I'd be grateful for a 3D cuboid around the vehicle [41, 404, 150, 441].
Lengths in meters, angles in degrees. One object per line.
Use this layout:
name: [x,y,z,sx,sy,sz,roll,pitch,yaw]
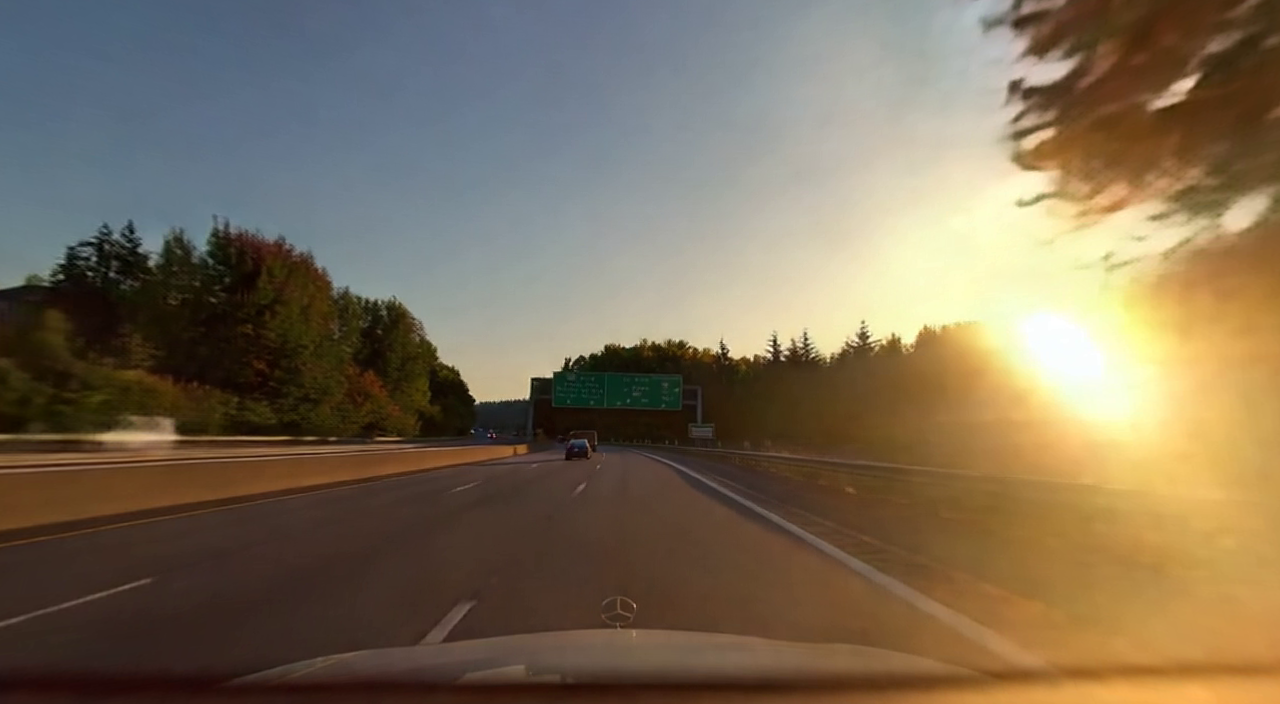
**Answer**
vehicle: [-23.949,3.175,27.856,1.751,1.416,3.650,-3,-8,-4]
